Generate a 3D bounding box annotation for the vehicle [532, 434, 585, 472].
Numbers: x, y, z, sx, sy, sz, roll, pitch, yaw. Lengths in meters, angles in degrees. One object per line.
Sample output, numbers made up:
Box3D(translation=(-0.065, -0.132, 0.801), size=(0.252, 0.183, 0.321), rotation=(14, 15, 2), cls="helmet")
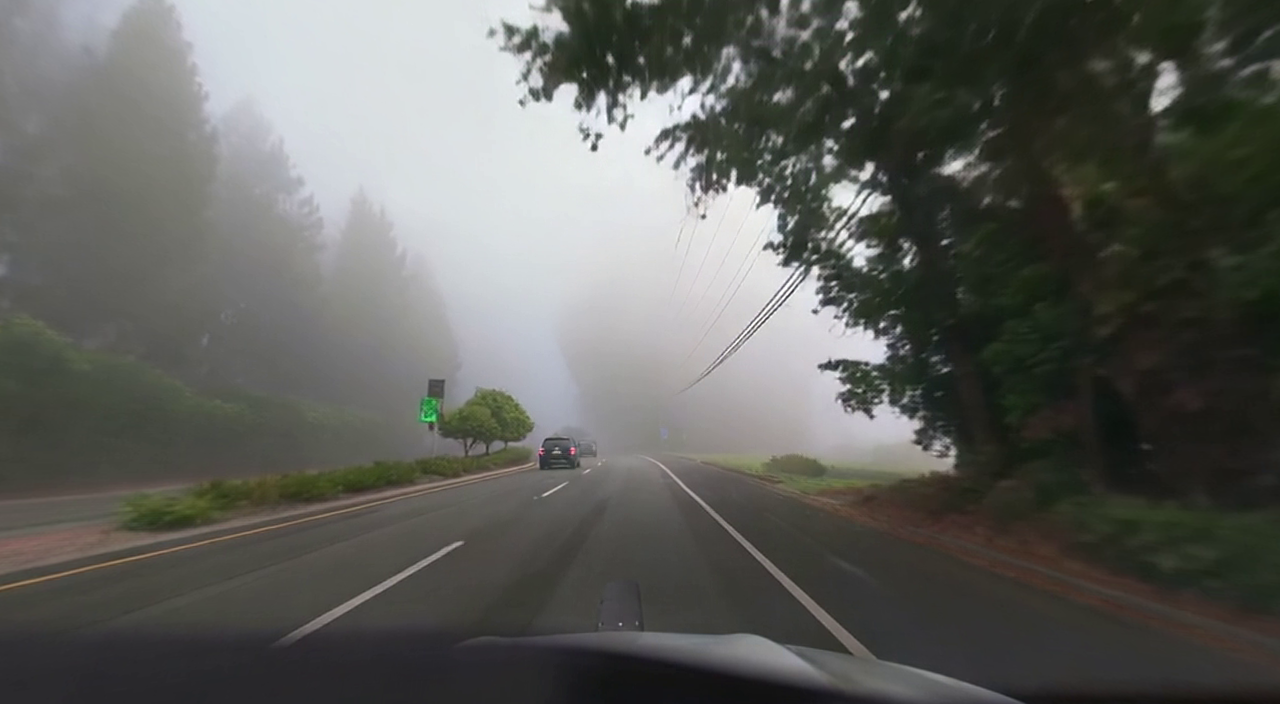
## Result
Box3D(translation=(-4.334, 5.441, 34.291), size=(2.246, 1.885, 5.275), rotation=(0, -8, -1), cls="vehicle")
